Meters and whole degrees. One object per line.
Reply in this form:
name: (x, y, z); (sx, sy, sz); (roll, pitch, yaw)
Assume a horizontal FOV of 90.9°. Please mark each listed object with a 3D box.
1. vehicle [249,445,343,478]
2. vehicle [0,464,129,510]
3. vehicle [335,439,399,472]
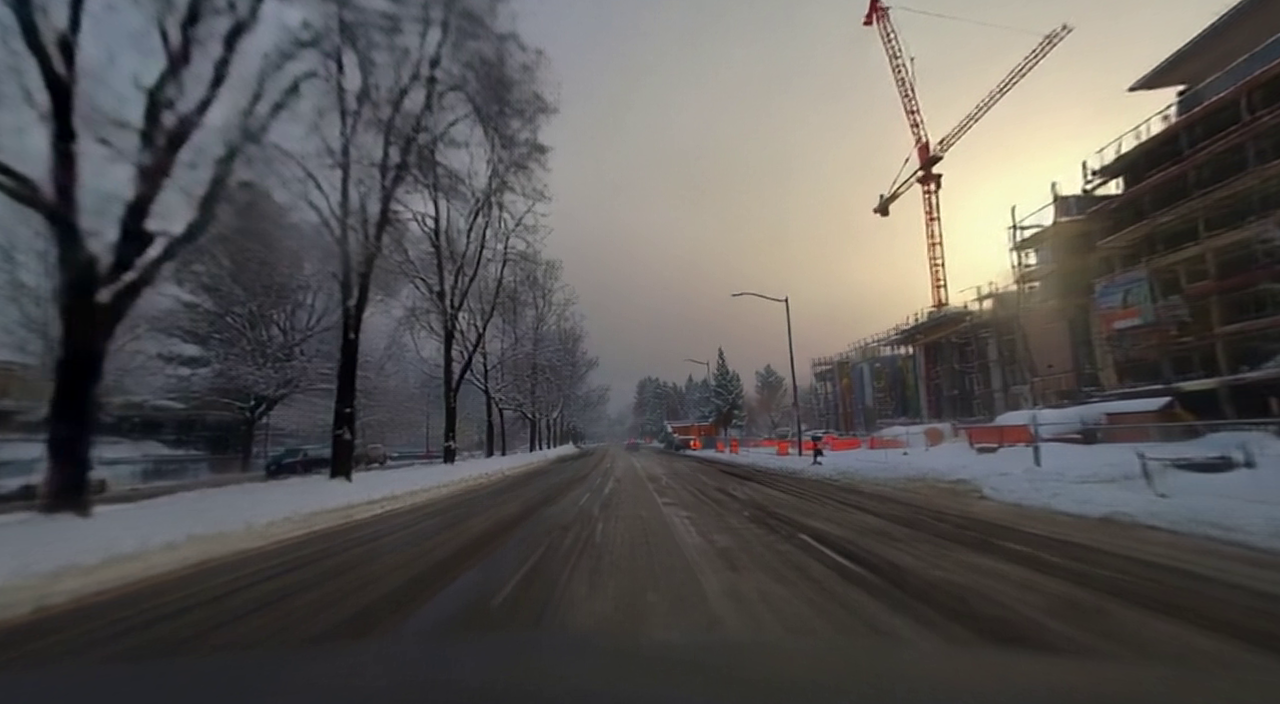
vehicle: (-21.995, 6.993, 40.637); (2.328, 1.918, 5.628); (-1, -8, 7)
vehicle: (-22.133, 5.012, 23.781); (1.863, 1.470, 4.526); (0, -9, 0)
vehicle: (-18.268, 6.939, 42.525); (2.286, 2.069, 5.077); (0, -8, -3)
